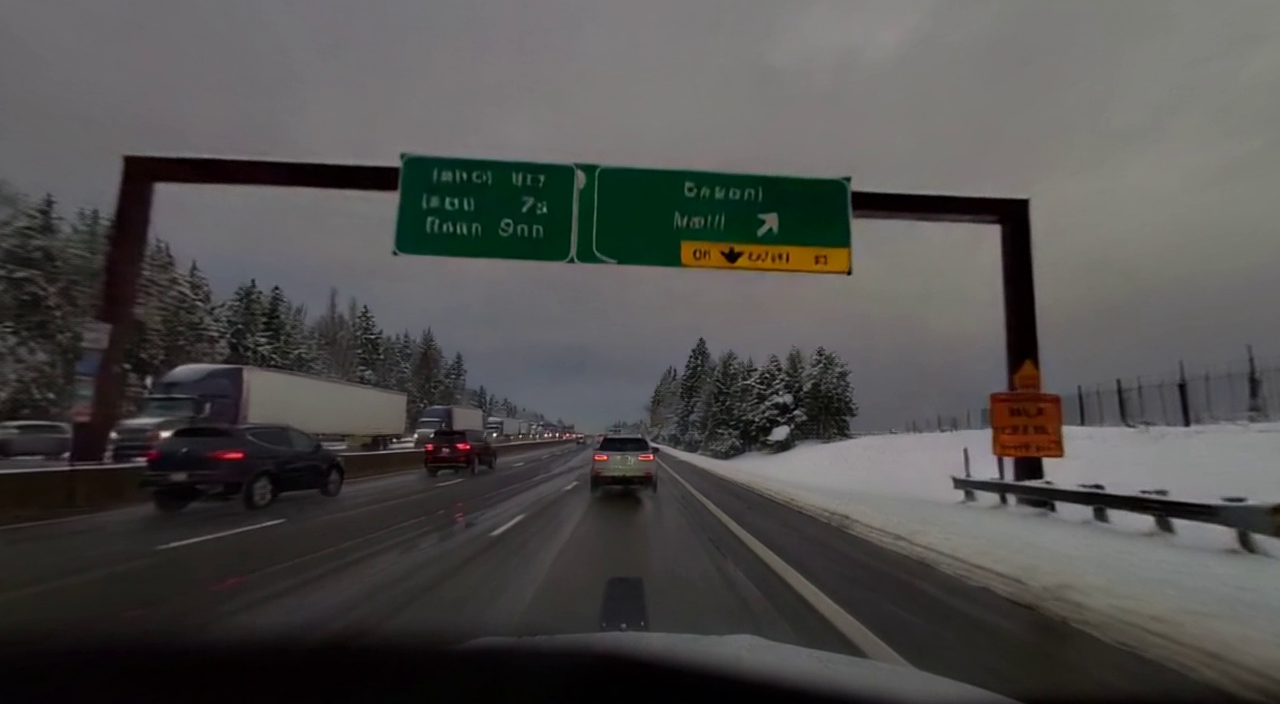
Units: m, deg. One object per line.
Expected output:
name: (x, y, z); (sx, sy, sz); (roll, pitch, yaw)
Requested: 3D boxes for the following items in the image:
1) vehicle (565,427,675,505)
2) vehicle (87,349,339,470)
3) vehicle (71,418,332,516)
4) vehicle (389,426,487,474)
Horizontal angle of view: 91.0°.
vehicle: (-0.370, 2.548, 14.525); (2.127, 1.497, 4.445); (0, -8, 1)
vehicle: (-15.013, 2.358, 23.494); (3.034, 3.627, 9.026); (0, -8, 0)
vehicle: (-7.832, 2.077, 11.805); (2.088, 1.531, 3.791); (0, -8, 1)
vehicle: (-7.708, 3.807, 24.587); (2.325, 1.663, 4.426); (0, -8, 0)
